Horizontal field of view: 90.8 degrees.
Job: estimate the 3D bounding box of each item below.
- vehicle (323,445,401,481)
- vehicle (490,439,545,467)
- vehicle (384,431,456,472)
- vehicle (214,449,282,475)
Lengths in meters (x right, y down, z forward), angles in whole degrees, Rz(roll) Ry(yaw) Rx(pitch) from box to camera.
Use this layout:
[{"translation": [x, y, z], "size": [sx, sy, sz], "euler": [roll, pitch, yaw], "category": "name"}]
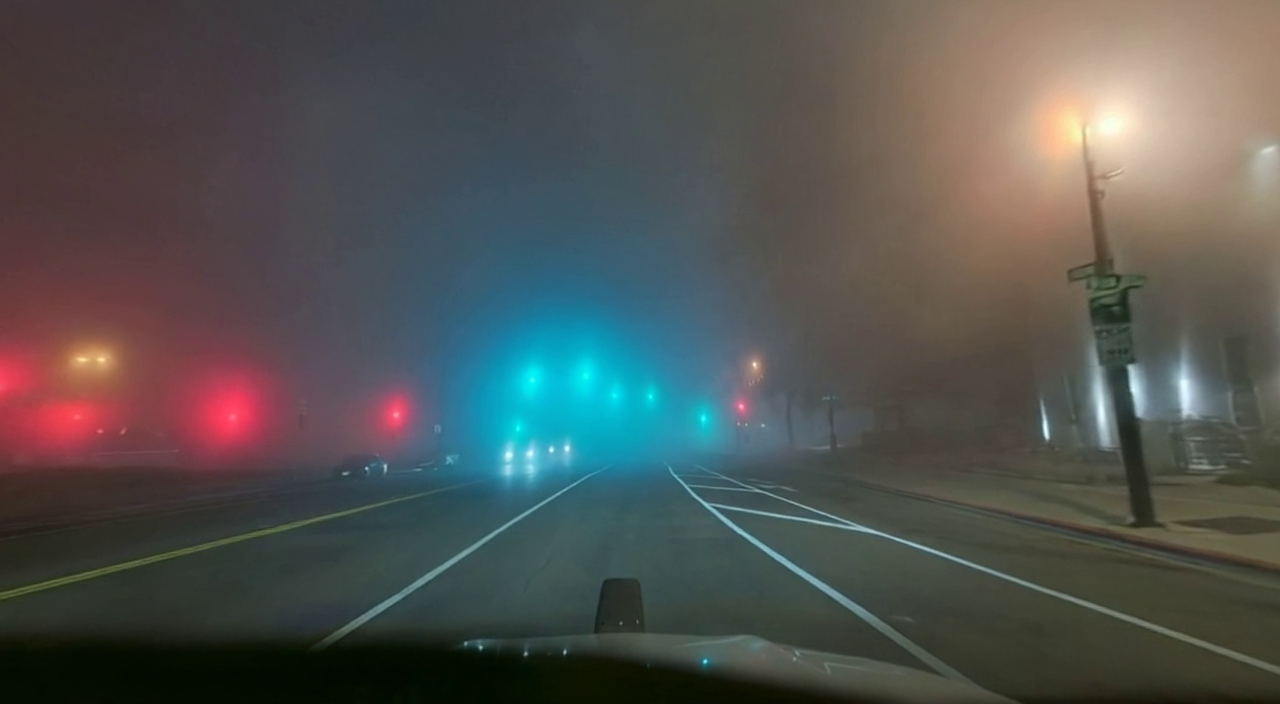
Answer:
[{"translation": [-12.790, 5.105, 29.331], "size": [1.868, 1.520, 3.796], "euler": [0, -8, -1], "category": "vehicle"}, {"translation": [-6.889, 5.719, 35.979], "size": [2.129, 1.495, 4.699], "euler": [0, -8, 1], "category": "vehicle"}, {"translation": [-12.677, 5.798, 36.879], "size": [2.268, 2.181, 5.482], "euler": [0, -8, -1], "category": "vehicle"}, {"translation": [-24.112, 6.765, 39.028], "size": [1.788, 1.487, 3.880], "euler": [0, -8, -3], "category": "vehicle"}]
